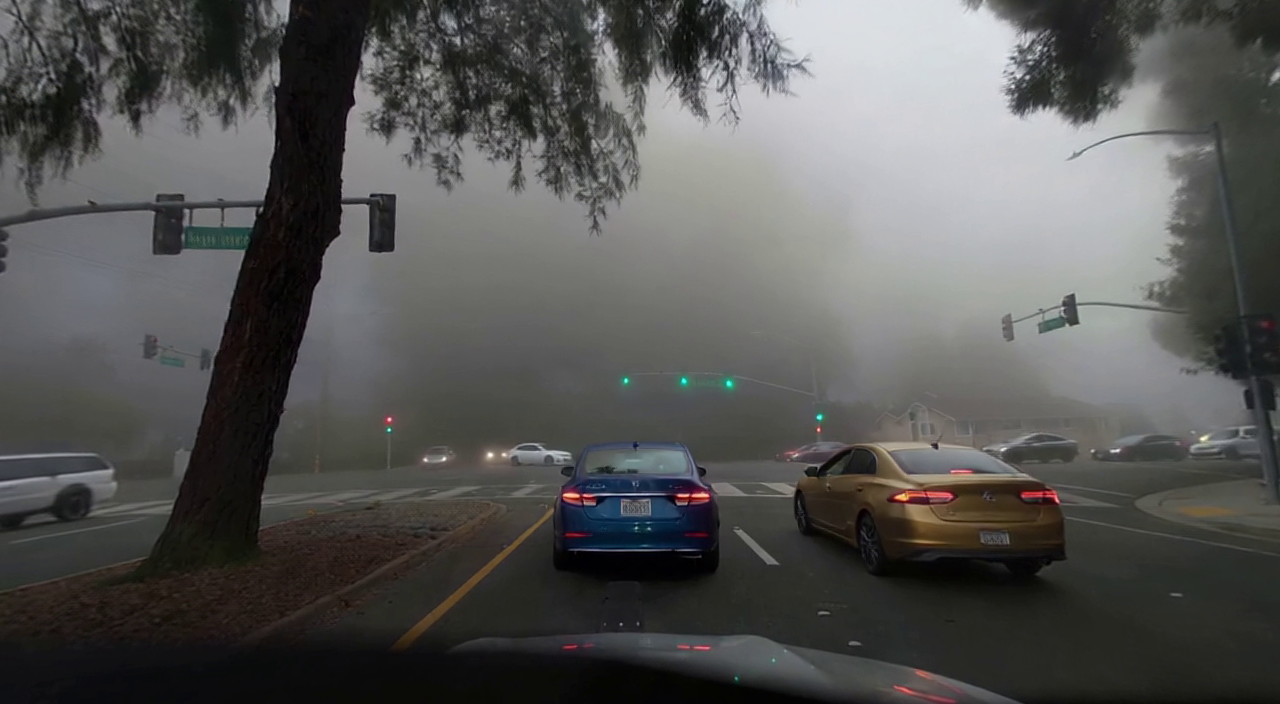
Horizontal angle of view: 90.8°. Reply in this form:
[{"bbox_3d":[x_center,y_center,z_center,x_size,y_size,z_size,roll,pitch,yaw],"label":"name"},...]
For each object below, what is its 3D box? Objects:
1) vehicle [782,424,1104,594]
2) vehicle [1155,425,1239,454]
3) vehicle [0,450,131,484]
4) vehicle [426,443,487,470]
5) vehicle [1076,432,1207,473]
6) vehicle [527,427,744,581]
[{"bbox_3d":[3.181,1.713,7.765,1.913,1.505,4.097,0,-8,0],"label":"vehicle"},{"bbox_3d":[41.711,6.582,47.359,4.388,2.079,1.960,0,-8,-2],"label":"vehicle"},{"bbox_3d":[-28.174,5.614,31.058,4.538,1.591,1.949,0,-8,1],"label":"vehicle"},{"bbox_3d":[-11.192,6.424,38.940,2.102,1.531,5.072,0,-8,1],"label":"vehicle"},{"bbox_3d":[23.972,4.788,30.321,4.520,1.762,2.005,-2,-8,-1],"label":"vehicle"},{"bbox_3d":[-0.061,1.783,8.248,2.103,1.478,4.073,0,-8,-1],"label":"vehicle"}]
